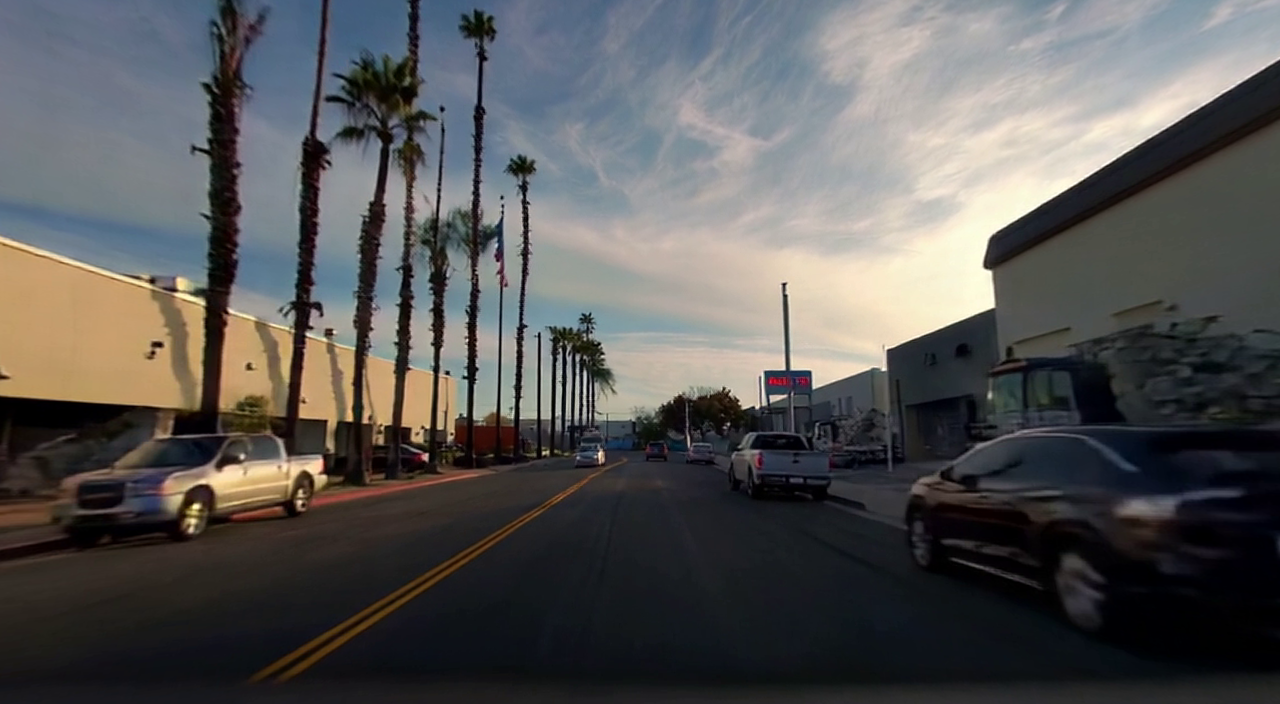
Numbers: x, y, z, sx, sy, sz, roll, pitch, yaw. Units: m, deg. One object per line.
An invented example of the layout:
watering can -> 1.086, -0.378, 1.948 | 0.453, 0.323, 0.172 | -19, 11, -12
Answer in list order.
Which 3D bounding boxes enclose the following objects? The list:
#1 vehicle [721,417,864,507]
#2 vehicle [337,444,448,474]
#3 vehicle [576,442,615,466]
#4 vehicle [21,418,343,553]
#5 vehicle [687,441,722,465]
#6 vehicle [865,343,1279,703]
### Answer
vehicle -> 3.770, 2.896, 17.088 | 2.345, 1.969, 6.070 | 0, -9, 0
vehicle -> -13.517, 5.866, 34.705 | 5.187, 1.563, 2.095 | 0, -9, 1
vehicle -> -2.871, 6.741, 41.895 | 2.033, 1.492, 4.477 | -1, -9, 3
vehicle -> -7.907, 2.348, 11.875 | 2.105, 1.836, 5.338 | -2, -9, 0
vehicle -> 4.698, 7.442, 46.624 | 2.111, 1.611, 4.576 | 0, -9, 0
vehicle -> 3.826, 1.204, 5.321 | 2.098, 1.816, 4.709 | 0, -9, 0
